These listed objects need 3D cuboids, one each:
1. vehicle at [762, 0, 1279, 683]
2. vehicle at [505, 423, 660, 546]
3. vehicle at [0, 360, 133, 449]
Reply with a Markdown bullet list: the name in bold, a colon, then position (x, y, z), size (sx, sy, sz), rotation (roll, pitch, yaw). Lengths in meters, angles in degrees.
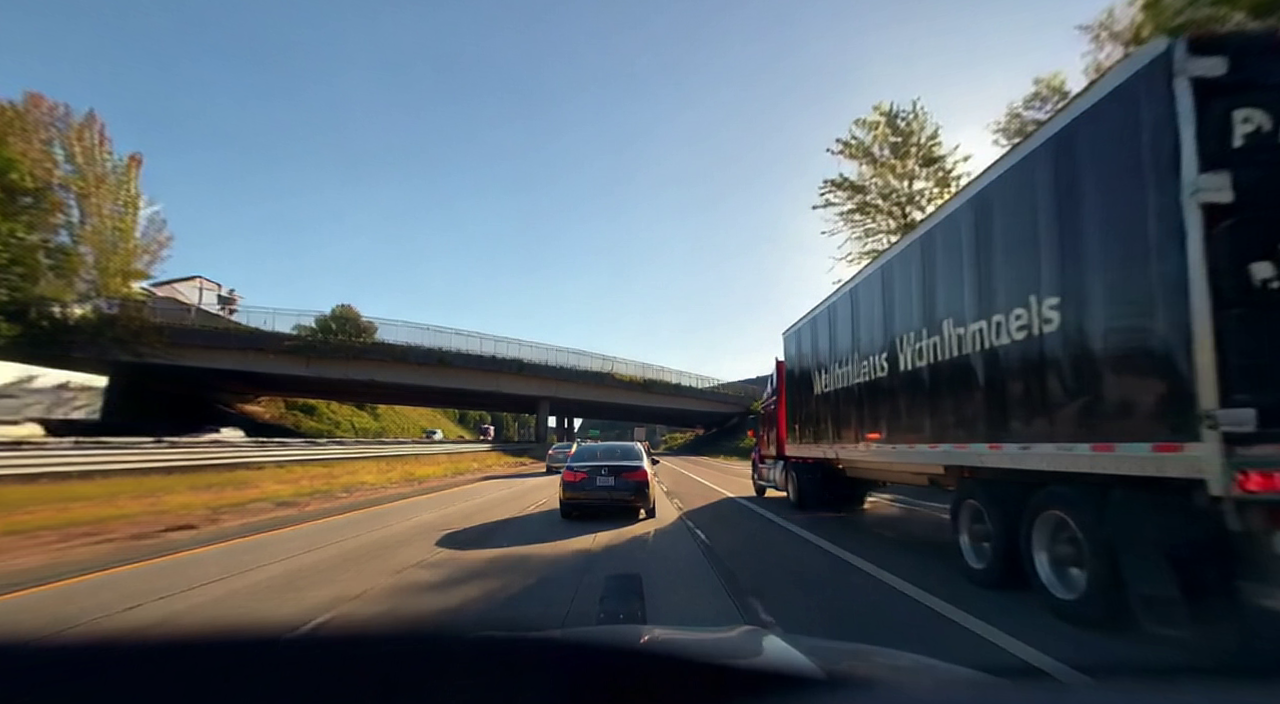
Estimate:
- **vehicle**: position (4.884, 0.845, 10.471), size (2.825, 4.043, 14.051), rotation (0, -9, 0)
- **vehicle**: position (-0.743, 2.035, 10.186), size (2.038, 1.582, 3.729), rotation (0, -9, 0)
- **vehicle**: position (-25.969, 2.353, 26.211), size (2.720, 3.331, 8.732), rotation (0, -9, -4)
